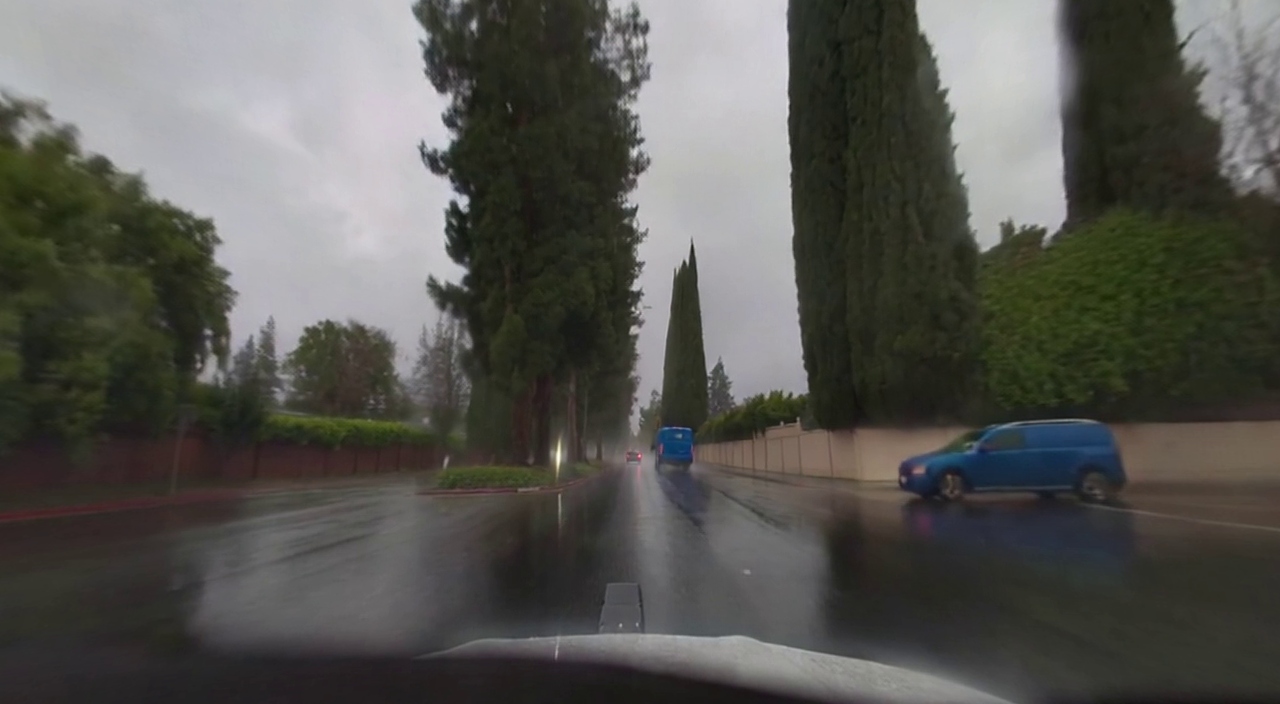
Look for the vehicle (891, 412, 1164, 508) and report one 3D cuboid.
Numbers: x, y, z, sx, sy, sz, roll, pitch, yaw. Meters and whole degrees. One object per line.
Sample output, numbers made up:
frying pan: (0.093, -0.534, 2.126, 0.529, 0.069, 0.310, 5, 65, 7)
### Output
vehicle: (9.170, 2.600, 15.445, 4.990, 2.142, 2.488, 0, -8, 1)
